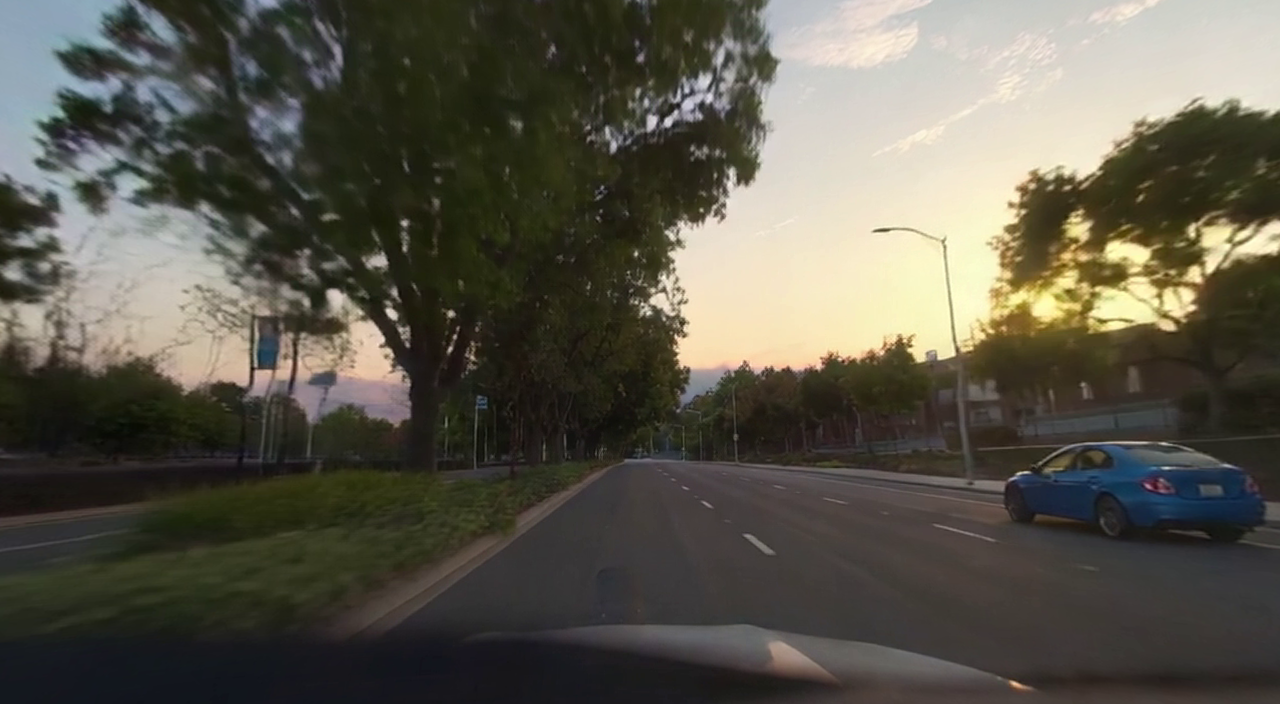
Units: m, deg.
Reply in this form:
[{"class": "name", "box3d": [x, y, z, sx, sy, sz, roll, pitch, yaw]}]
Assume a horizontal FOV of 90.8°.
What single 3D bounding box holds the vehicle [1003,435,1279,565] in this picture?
[{"class": "vehicle", "box3d": [7.280, 2.012, 9.253, 1.797, 1.518, 3.433, 0, -9, -1]}]
